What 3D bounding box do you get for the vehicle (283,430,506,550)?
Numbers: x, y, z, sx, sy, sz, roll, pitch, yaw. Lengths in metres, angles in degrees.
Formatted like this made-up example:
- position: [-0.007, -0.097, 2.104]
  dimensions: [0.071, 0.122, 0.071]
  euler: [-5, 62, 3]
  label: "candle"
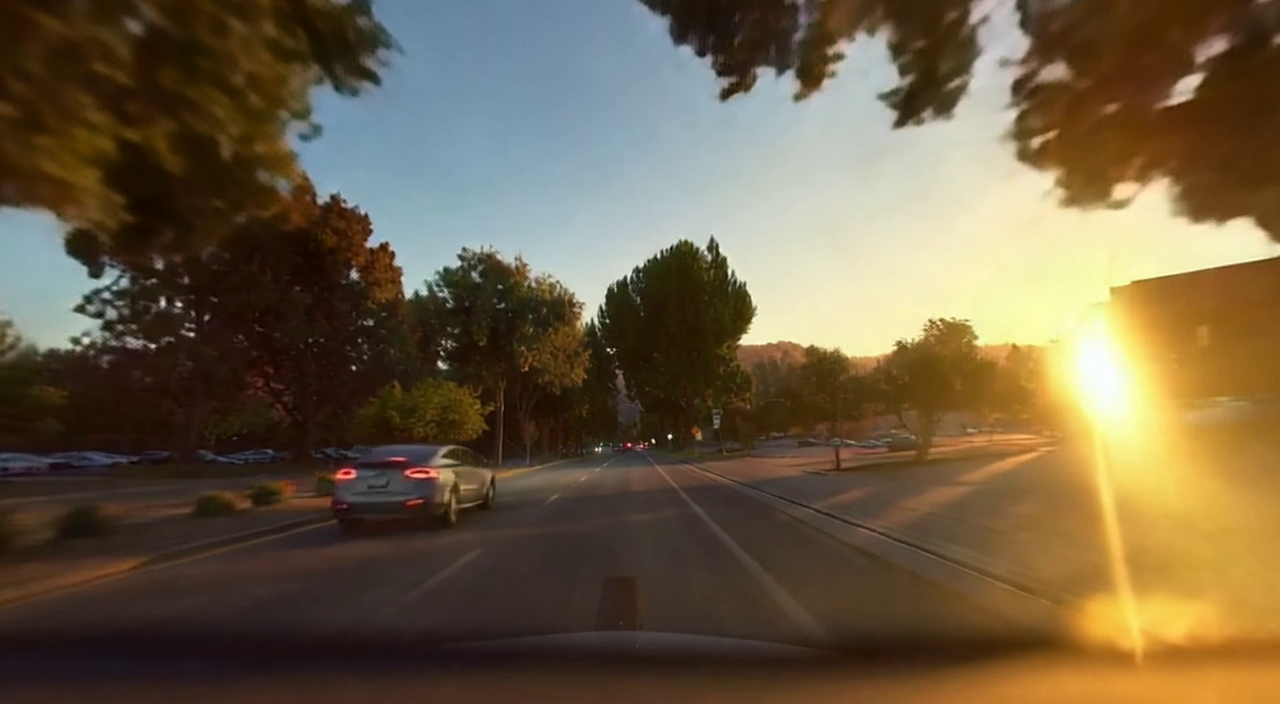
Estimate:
- position: [-3.653, 2.108, 10.318]
  dimensions: [2.030, 1.550, 3.925]
  euler: [0, -8, 0]
  label: "vehicle"
